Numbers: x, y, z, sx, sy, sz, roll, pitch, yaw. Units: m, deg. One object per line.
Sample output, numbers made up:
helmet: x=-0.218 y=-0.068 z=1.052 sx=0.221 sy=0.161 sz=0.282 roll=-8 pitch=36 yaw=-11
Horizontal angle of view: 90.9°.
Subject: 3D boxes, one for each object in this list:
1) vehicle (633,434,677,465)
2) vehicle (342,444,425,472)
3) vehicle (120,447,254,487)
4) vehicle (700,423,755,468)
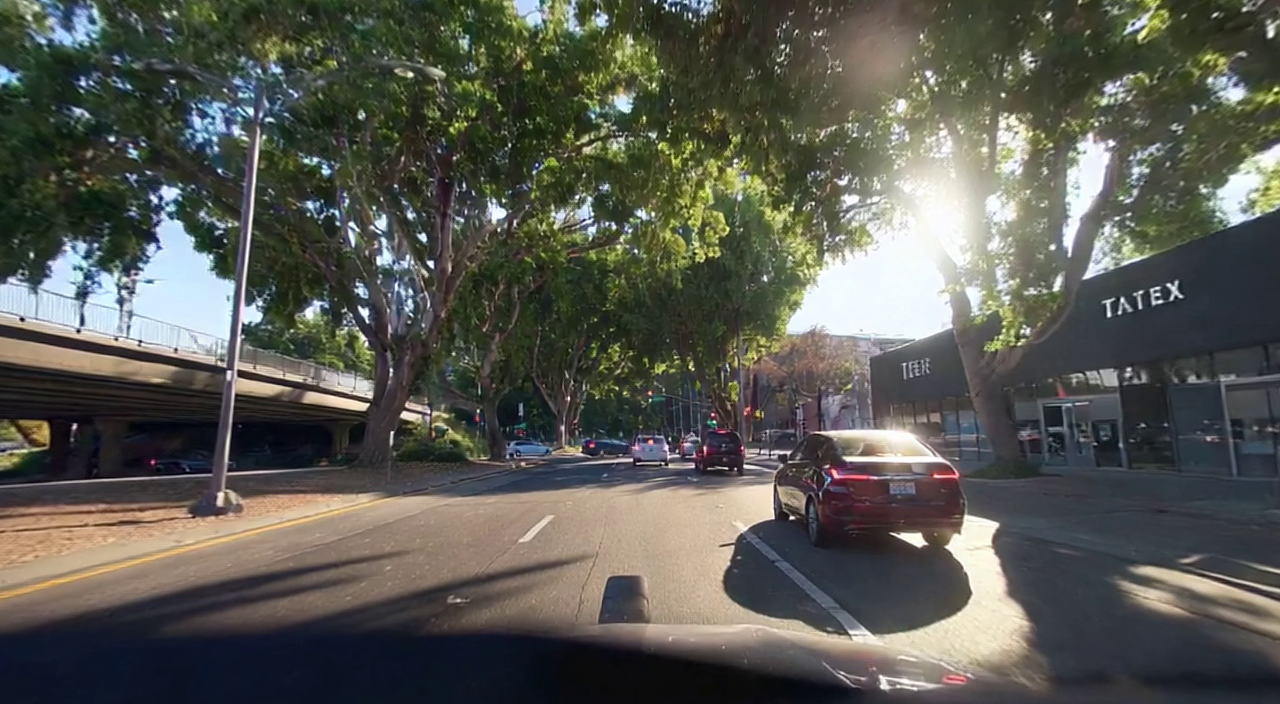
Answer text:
vehicle: x=0.721 y=4.966 z=32.150 sx=2.101 sy=1.467 sz=4.210 roll=0 pitch=-8 yaw=0
vehicle: x=-15.362 y=6.345 z=38.000 sx=1.860 sy=1.543 sz=4.302 roll=-5 pitch=-10 yaw=32
vehicle: x=-20.587 y=5.198 z=28.910 sx=1.832 sy=1.611 sz=4.546 roll=-4 pitch=-9 yaw=25
vehicle: x=4.139 y=4.546 z=30.566 sx=2.080 sy=1.999 sz=4.379 roll=0 pitch=-8 yaw=1
